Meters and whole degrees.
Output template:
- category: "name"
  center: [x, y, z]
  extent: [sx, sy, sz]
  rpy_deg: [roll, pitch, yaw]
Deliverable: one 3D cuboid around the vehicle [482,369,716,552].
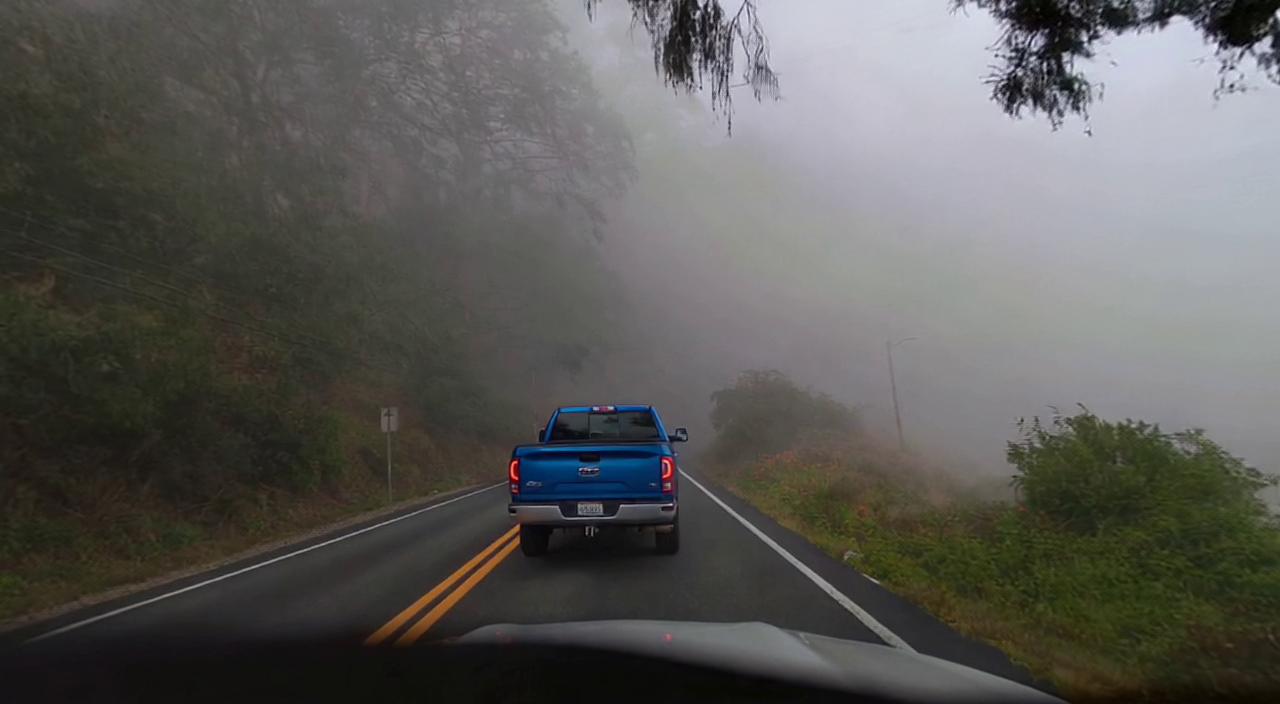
- category: "vehicle"
  center: [-0.537, 1.747, 10.724]
  extent: [2.837, 2.223, 5.885]
  rpy_deg: [0, -8, -1]
